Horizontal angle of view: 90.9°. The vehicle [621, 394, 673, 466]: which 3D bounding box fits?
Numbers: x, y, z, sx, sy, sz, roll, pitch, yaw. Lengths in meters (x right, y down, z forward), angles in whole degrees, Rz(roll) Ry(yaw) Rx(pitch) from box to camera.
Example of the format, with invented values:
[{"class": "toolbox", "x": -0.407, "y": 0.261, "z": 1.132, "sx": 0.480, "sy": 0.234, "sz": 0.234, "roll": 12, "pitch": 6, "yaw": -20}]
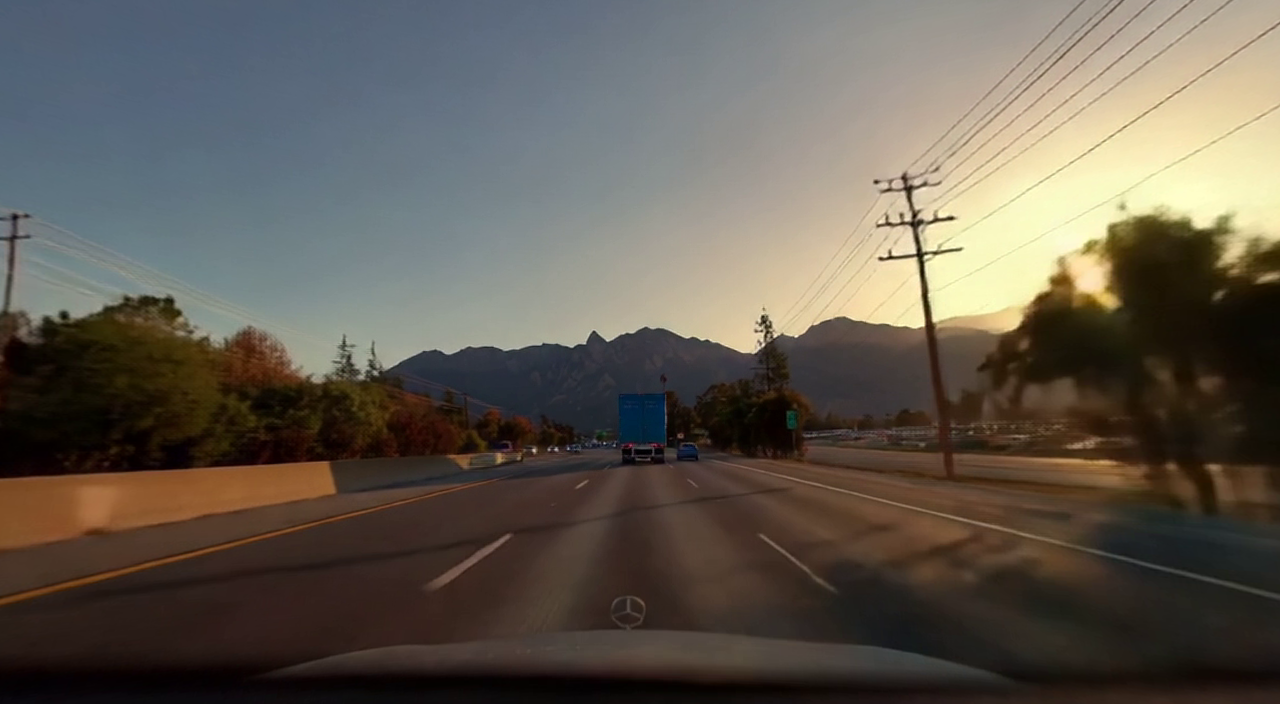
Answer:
[{"class": "vehicle", "x": 0.332, "y": 5.285, "z": 41.790, "sx": 2.919, "sy": 4.101, "sz": 11.541, "roll": 0, "pitch": -8, "yaw": -1}]
